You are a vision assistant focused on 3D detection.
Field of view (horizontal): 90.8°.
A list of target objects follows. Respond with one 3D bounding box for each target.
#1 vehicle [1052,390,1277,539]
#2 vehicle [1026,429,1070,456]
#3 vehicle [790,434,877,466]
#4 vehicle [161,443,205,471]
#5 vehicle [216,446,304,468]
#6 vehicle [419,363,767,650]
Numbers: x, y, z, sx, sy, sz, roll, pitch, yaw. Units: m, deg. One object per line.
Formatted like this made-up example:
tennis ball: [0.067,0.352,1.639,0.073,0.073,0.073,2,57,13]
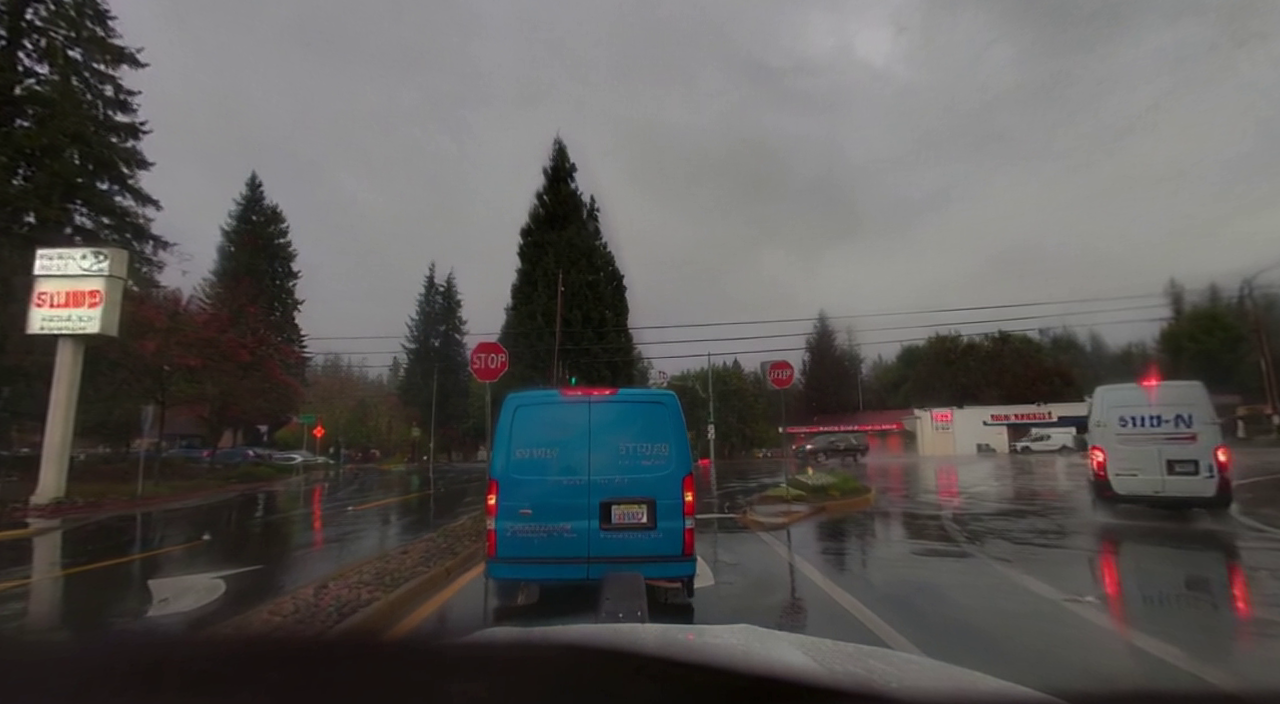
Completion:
vehicle: [9.775,2.112,12.449,2.385,2.196,5.640,-5,-10,30]
vehicle: [29.203,6.491,45.134,2.079,1.797,5.345,-7,-11,37]
vehicle: [10.532,5.310,34.290,4.512,1.659,1.985,5,-10,-32]
vehicle: [-29.803,6.841,41.333,1.913,1.682,4.120,5,-10,-31]
vehicle: [-25.924,7.172,43.217,4.670,1.472,1.851,1,-9,-9]
vehicle: [-0.210,1.325,6.421,2.237,1.828,4.546,0,-9,3]
